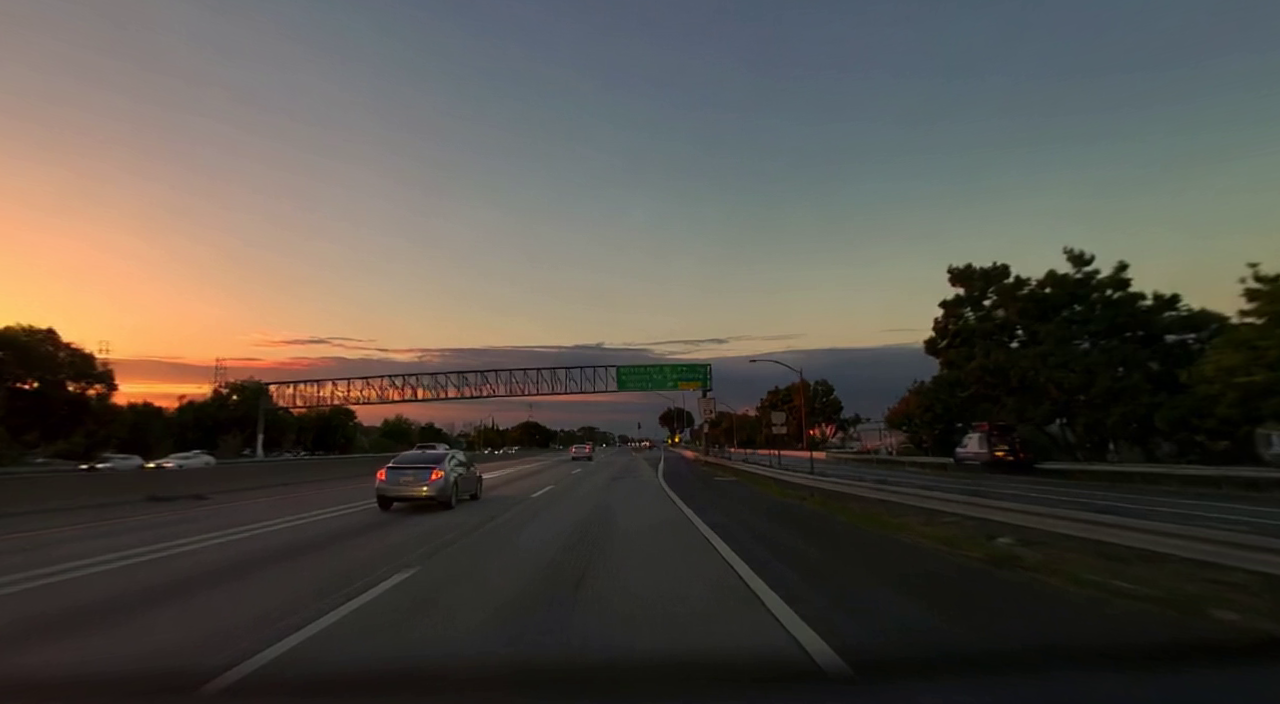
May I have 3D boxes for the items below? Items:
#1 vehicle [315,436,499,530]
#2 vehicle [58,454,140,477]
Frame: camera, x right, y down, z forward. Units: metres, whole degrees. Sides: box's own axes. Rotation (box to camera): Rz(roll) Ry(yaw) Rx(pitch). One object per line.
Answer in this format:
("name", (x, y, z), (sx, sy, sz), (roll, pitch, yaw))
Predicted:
("vehicle", (-4.248, 2.447, 12.499), (1.940, 1.479, 4.777), (0, -9, -2))
("vehicle", (-37.889, 7.952, 44.429), (1.855, 1.463, 4.602), (0, -9, -3))
